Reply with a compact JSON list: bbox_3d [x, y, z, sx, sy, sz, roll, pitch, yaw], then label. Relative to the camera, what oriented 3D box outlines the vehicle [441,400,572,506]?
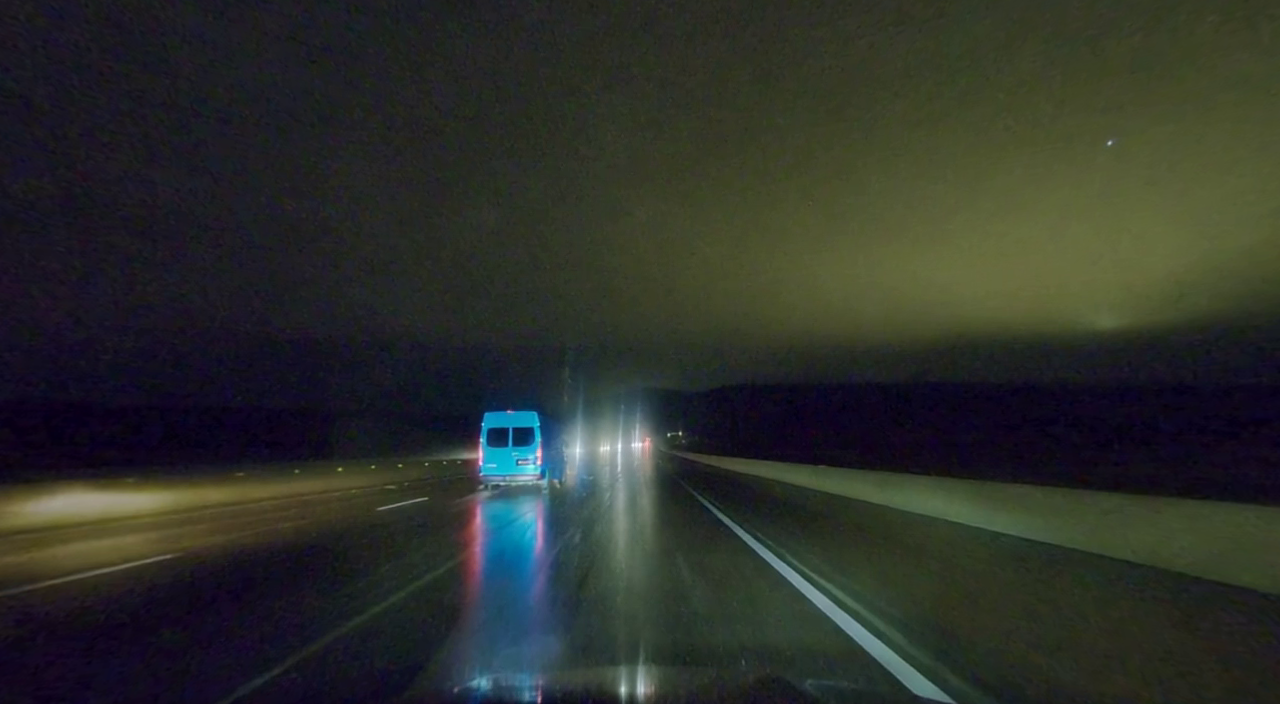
[{"bbox_3d":[-3.562,2.915,18.377,2.437,2.565,5.829,0,-9,1],"label":"vehicle"}]
